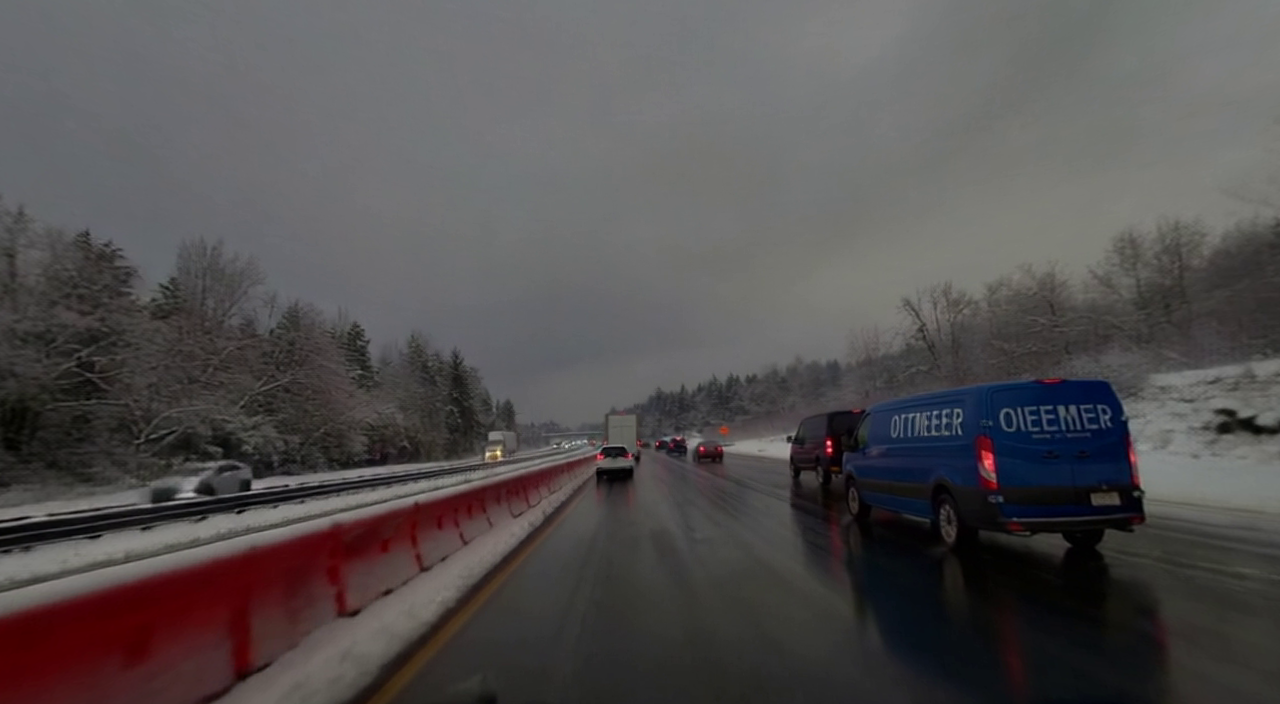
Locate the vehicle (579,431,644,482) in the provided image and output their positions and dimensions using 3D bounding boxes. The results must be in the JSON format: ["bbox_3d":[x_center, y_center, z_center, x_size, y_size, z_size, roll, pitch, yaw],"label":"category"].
[{"bbox_3d":[-0.977,3.651,22.270,2.100,1.636,3.620,0,-8,-1],"label":"vehicle"}]

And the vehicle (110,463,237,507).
[{"bbox_3d":[-18.616,5.294,25.401,1.811,1.456,4.313,0,-8,0],"label":"vehicle"}]

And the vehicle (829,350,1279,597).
[{"bbox_3d":[4.310,1.343,7.776,2.223,2.008,5.121,0,-8,-1],"label":"vehicle"}]
